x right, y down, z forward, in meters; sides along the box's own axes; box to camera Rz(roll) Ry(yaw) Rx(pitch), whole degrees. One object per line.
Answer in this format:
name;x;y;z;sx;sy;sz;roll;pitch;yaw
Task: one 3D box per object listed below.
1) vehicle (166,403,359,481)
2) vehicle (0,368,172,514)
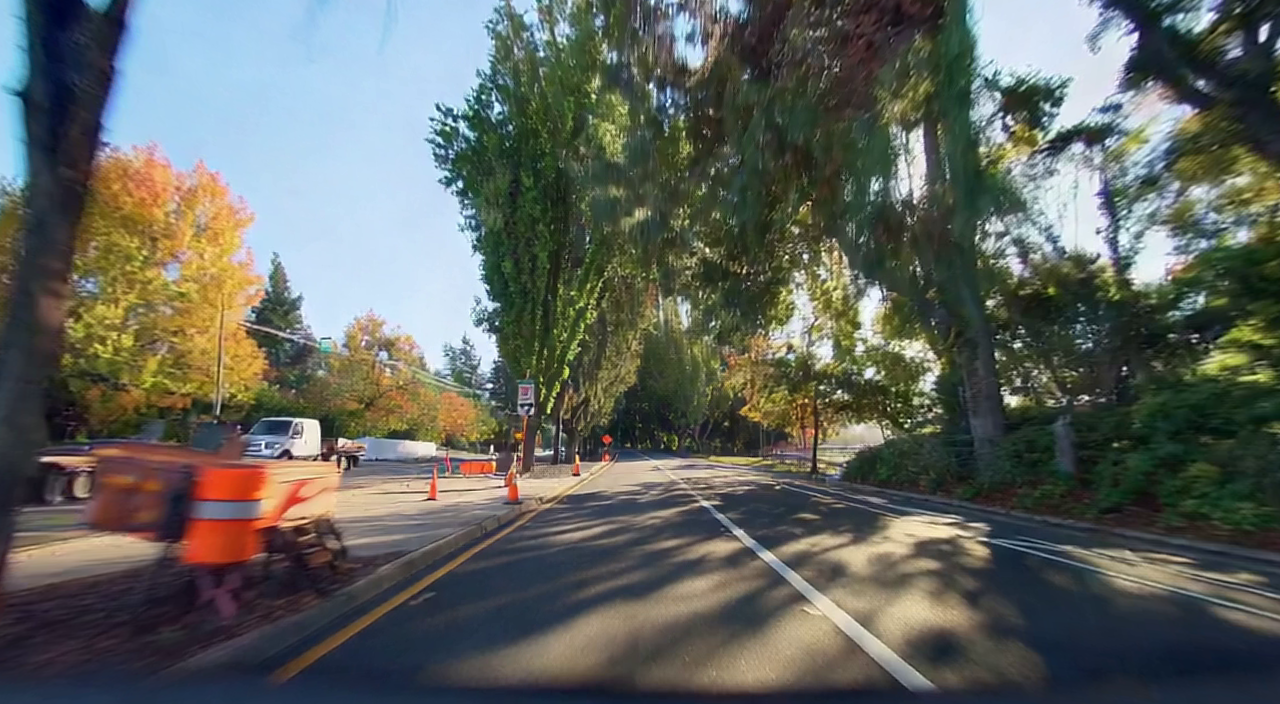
vehicle;-19.293;4.864;33.610;2.956;3.466;10.408;-1;-9;6
vehicle;-16.287;2.206;15.450;3.171;3.299;9.207;0;-9;-5
